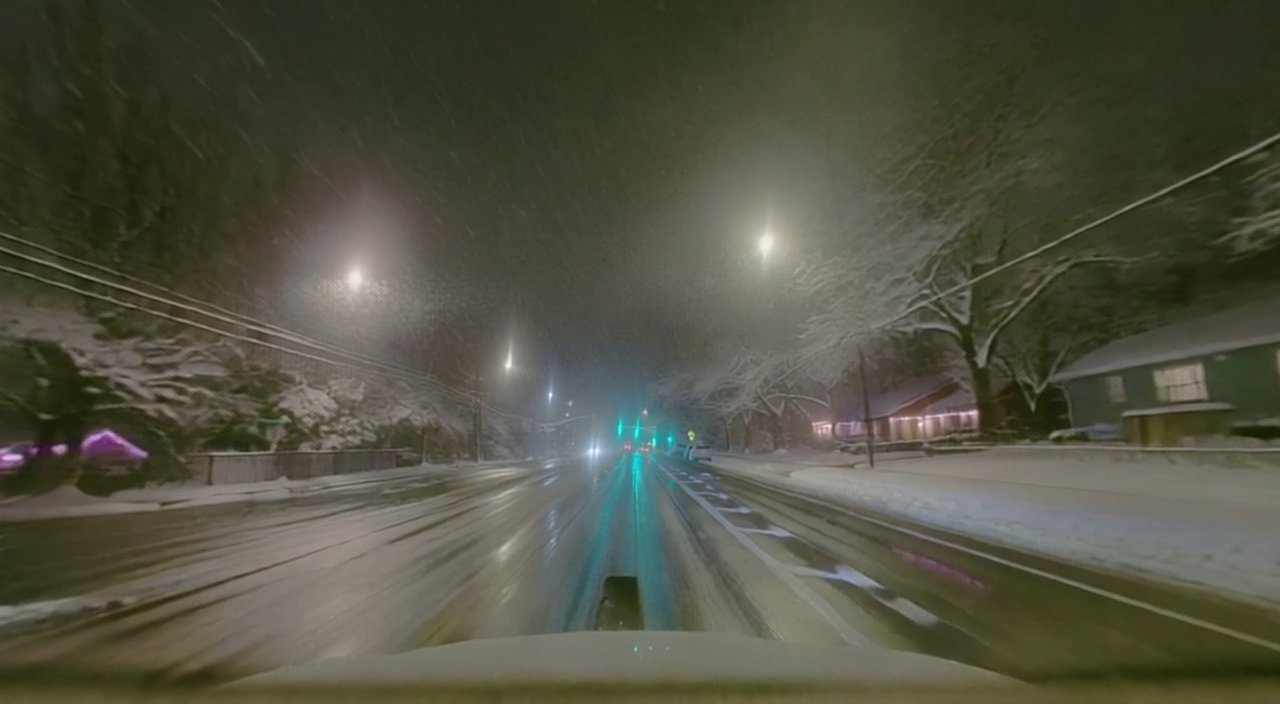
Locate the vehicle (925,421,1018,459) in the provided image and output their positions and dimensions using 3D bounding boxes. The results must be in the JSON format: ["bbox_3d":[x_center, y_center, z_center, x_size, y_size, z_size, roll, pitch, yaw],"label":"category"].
[{"bbox_3d":[15.048,4.083,29.012,1.908,1.610,4.582,0,-9,2],"label":"vehicle"}]

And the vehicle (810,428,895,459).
[{"bbox_3d":[15.079,6.552,45.033,5.136,1.795,2.244,-4,-9,-3],"label":"vehicle"}]
